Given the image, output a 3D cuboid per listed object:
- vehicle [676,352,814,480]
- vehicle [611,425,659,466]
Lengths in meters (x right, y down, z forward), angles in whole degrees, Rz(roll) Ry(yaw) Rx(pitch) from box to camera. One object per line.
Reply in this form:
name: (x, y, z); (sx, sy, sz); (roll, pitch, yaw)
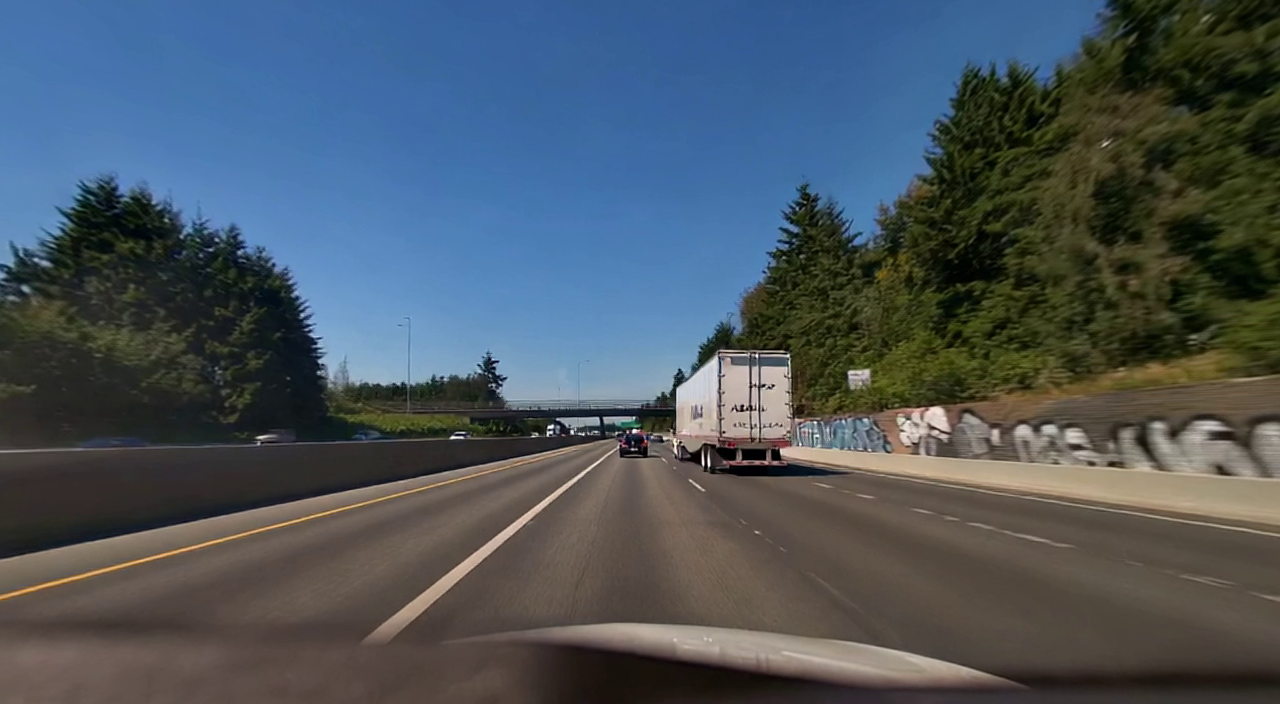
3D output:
vehicle: (3.687, 2.920, 26.843); (2.987, 4.021, 14.105); (0, -8, -2)
vehicle: (-0.288, 4.743, 32.274); (2.277, 1.913, 4.510); (0, -8, -2)
